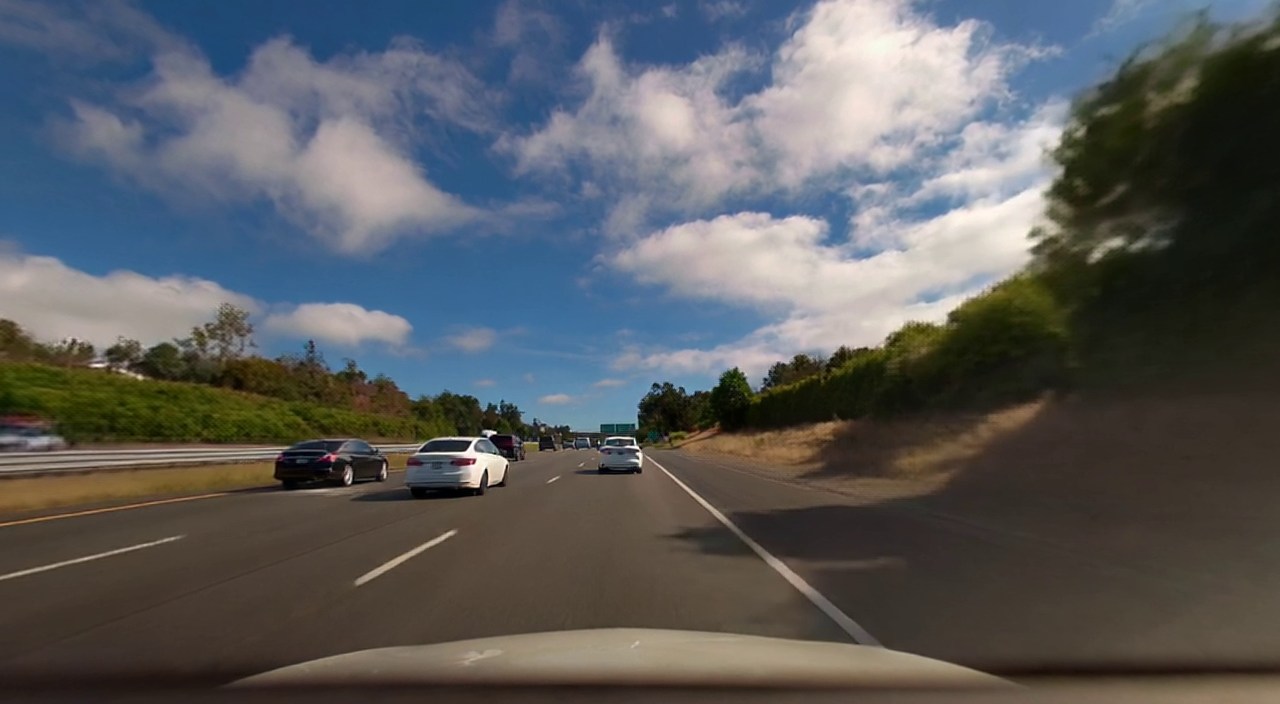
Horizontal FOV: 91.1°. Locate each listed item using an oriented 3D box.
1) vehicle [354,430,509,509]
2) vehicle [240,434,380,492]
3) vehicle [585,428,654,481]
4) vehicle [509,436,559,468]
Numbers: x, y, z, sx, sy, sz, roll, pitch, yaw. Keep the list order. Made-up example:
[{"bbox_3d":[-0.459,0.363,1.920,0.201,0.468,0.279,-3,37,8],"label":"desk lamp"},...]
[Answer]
[{"bbox_3d":[-4.392,2.505,14.076,1.971,1.464,4.386,0,-8,0],"label":"vehicle"},{"bbox_3d":[-9.221,3.091,17.979,1.850,1.439,3.932,0,-8,0],"label":"vehicle"},{"bbox_3d":[-0.681,3.500,21.852,2.178,1.658,3.916,0,-8,-1],"label":"vehicle"},{"bbox_3d":[-5.203,4.931,31.273,1.835,1.432,3.835,0,-8,0],"label":"vehicle"}]
